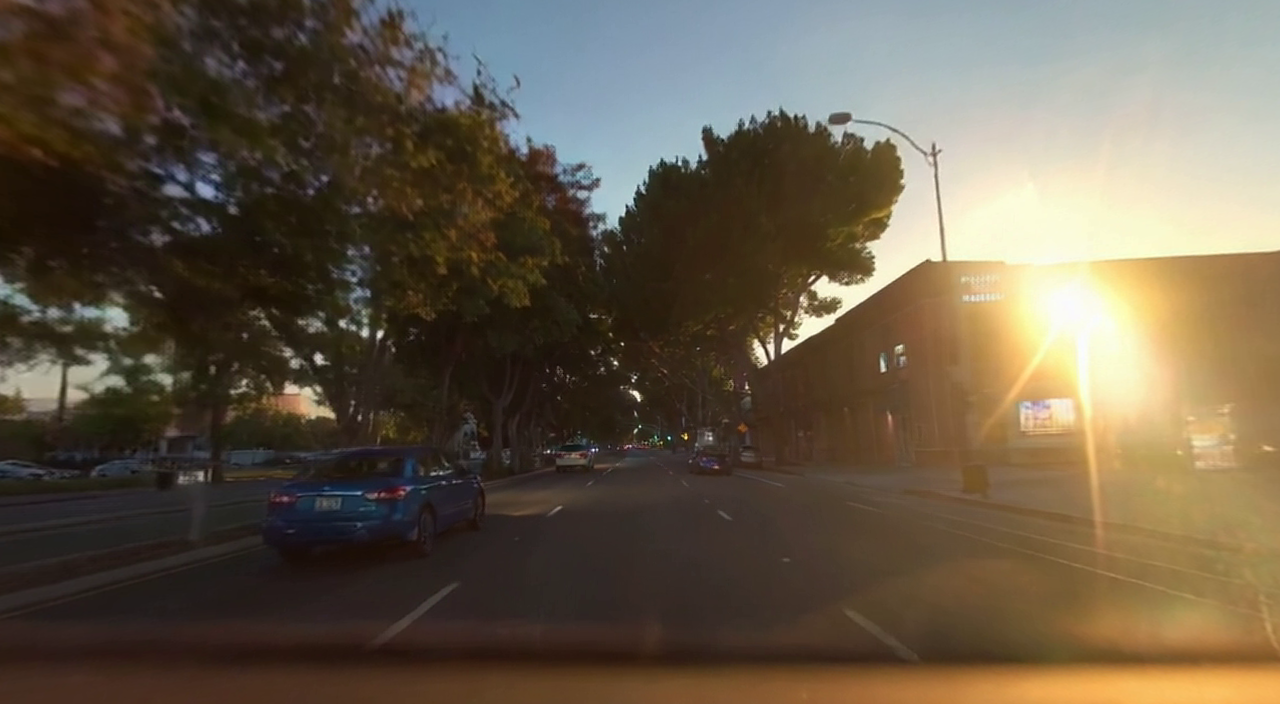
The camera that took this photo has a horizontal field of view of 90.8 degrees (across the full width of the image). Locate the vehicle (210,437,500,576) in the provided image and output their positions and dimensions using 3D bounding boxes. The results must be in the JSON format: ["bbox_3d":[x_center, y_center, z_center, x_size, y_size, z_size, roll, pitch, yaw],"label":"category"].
[{"bbox_3d":[-3.540,1.991,9.012,2.060,1.466,4.387,0,-9,0],"label":"vehicle"}]

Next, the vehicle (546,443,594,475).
[{"bbox_3d":[-3.869,6.005,35.680,2.145,1.694,4.642,0,-8,1],"label":"vehicle"}]

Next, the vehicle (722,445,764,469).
[{"bbox_3d":[6.621,6.798,41.049,1.896,1.479,4.416,0,-9,-2],"label":"vehicle"}]

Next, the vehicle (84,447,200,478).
[{"bbox_3d":[-29.488,6.524,37.523,4.987,1.709,2.267,-1,-9,2],"label":"vehicle"}]

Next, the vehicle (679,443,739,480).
[{"bbox_3d":[2.929,4.762,27.744,1.961,1.482,4.538,0,-9,-2],"label":"vehicle"}]

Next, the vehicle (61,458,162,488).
[{"bbox_3d":[-29.105,6.664,34.872,3.907,1.533,1.829,0,-9,-1],"label":"vehicle"}]
